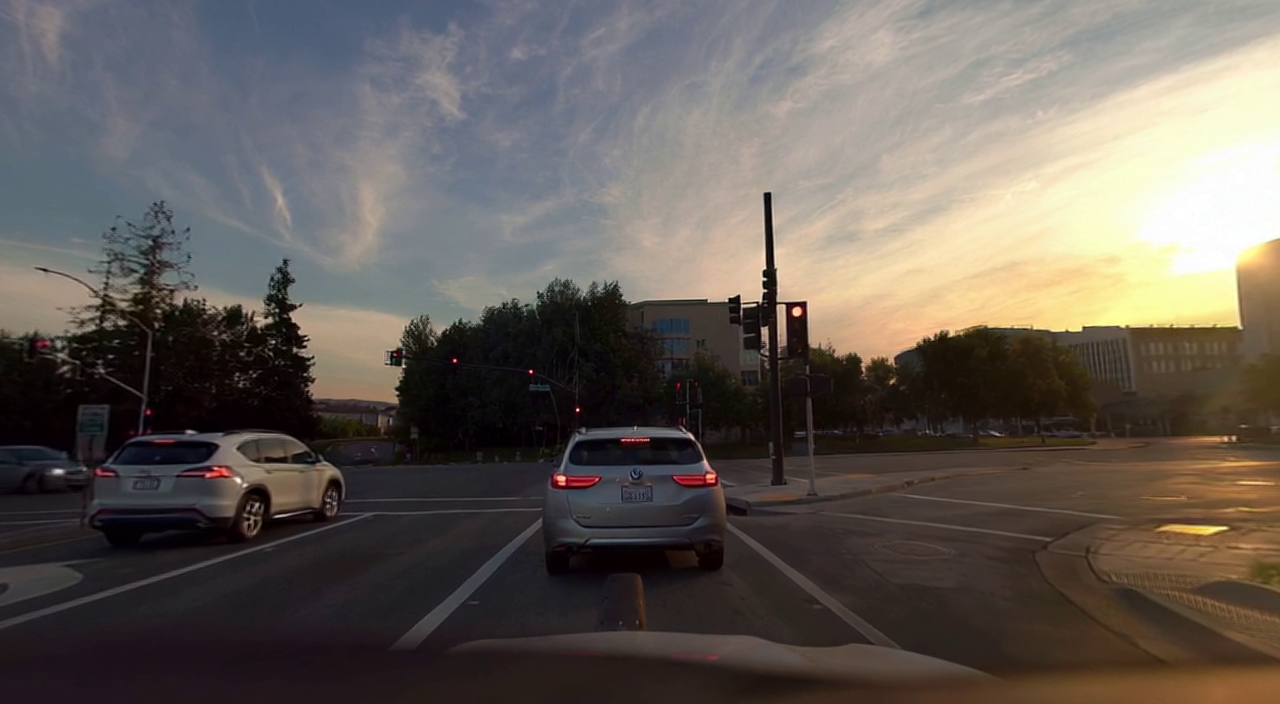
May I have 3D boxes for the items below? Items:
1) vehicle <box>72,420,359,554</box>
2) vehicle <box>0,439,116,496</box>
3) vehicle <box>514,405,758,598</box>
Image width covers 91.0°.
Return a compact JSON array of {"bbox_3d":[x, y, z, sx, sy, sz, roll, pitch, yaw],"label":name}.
[{"bbox_3d":[-6.428,2.058,10.295,2.020,1.695,4.187,1,-9,-5],"label":"vehicle"},{"bbox_3d":[-21.877,3.975,21.941,5.623,1.843,2.147,-1,-9,8],"label":"vehicle"},{"bbox_3d":[-0.184,1.628,7.699,2.154,1.670,4.140,1,-9,-5],"label":"vehicle"}]
